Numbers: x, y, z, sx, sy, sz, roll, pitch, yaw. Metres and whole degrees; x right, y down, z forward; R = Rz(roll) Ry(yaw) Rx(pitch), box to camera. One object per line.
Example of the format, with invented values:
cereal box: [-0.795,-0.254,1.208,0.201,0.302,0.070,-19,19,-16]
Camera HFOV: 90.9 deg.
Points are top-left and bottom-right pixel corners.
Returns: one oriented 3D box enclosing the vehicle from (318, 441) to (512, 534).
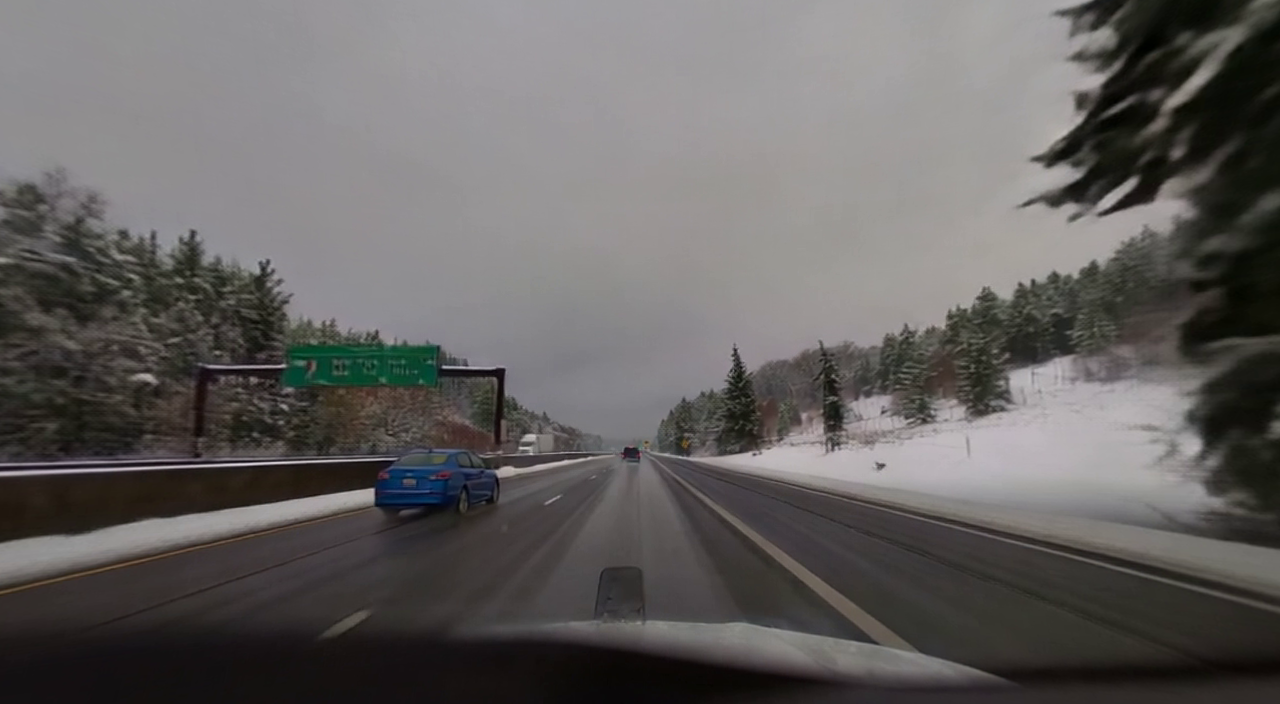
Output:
vehicle: [-4.134,2.555,12.589,2.157,1.483,4.601,0,-9,0]

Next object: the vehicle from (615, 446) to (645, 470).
vehicle: [-0.638,7.485,44.695,2.011,1.590,3.607,0,-9,1]
